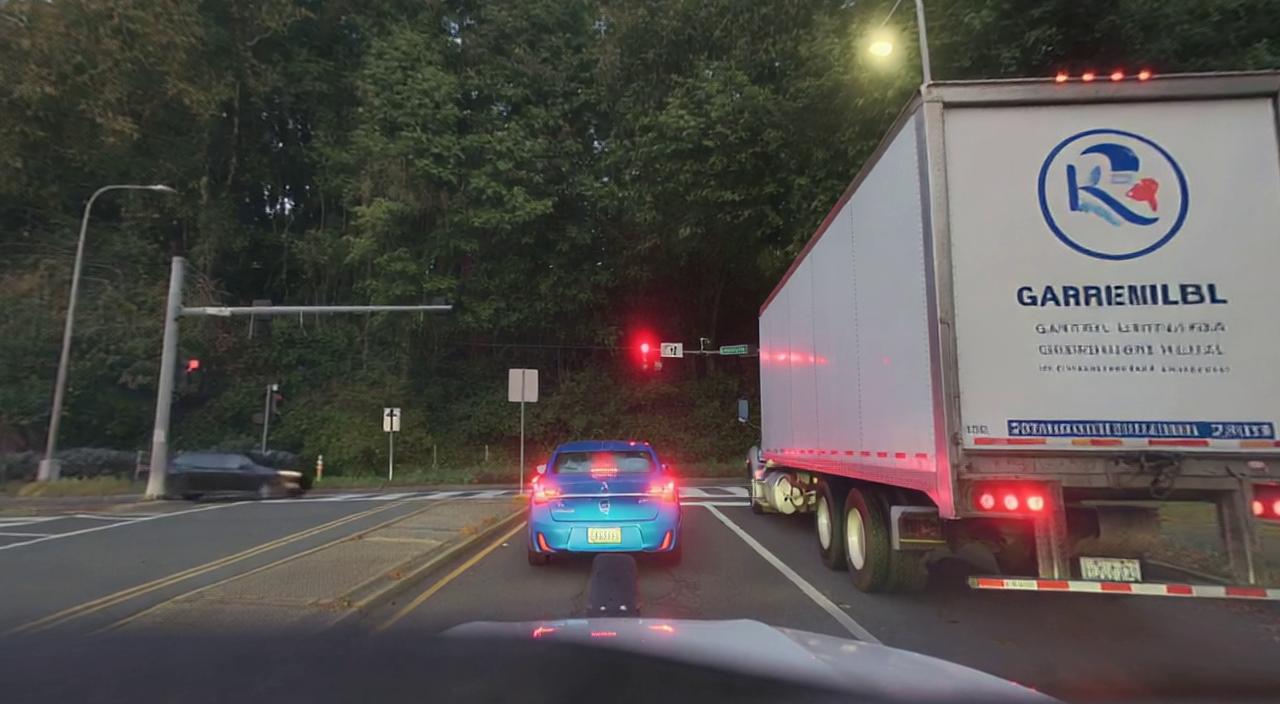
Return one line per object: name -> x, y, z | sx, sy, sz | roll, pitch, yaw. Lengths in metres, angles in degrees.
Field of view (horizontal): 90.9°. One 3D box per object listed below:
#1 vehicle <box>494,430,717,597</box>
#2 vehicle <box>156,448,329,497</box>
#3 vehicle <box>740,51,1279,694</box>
vehicle -> -0.343, 1.710, 7.431 | 1.975, 1.457, 3.526 | 0, -9, -1
vehicle -> -14.195, 4.318, 22.807 | 4.839, 1.659, 1.877 | 1, -9, -8
vehicle -> 3.496, 0.725, 8.488 | 2.884, 3.753, 9.763 | 0, -9, 1
